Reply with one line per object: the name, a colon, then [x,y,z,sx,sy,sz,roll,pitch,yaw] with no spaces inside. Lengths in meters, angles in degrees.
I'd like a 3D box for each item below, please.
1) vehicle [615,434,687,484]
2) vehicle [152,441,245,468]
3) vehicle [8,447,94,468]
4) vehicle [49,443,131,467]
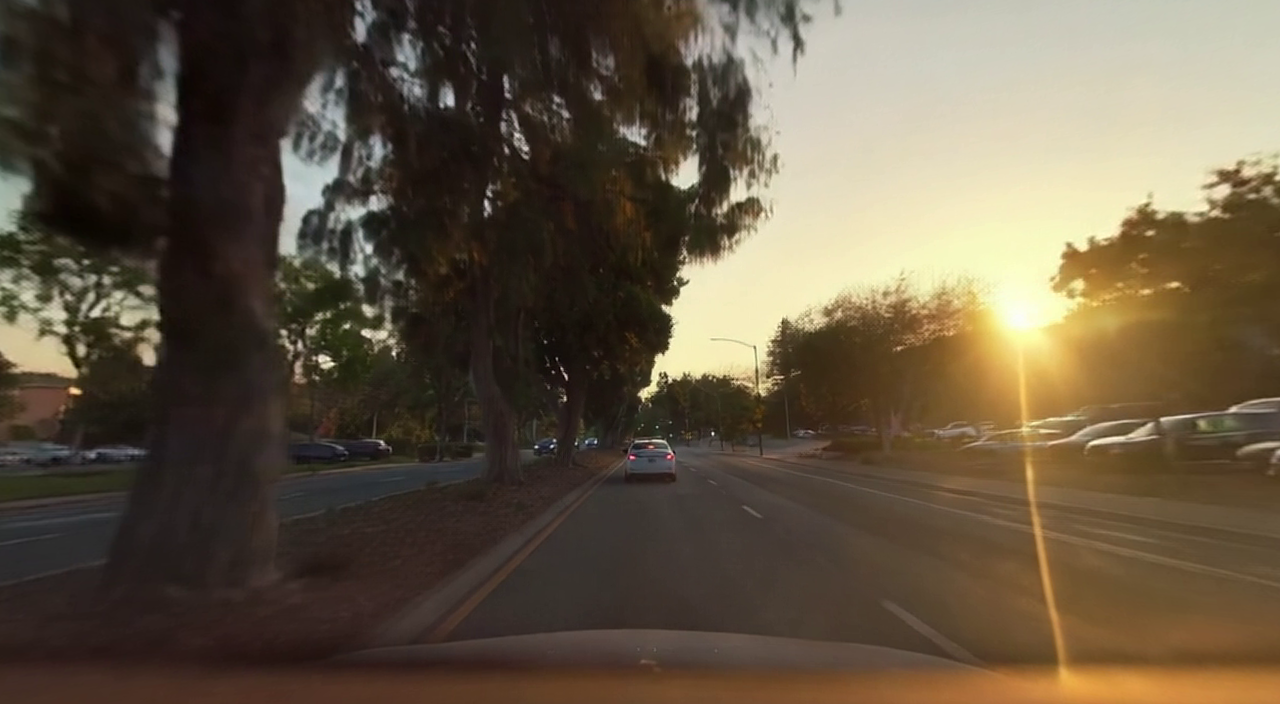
vehicle: [0.282,3.423,20.507,2.093,1.442,3.977,0,-8,-1]
vehicle: [-30.122,6.980,43.135,4.764,1.786,2.091,0,-8,0]
vehicle: [-42.834,7.663,45.915,4.329,1.456,1.790,0,-8,-2]
vehicle: [-42.399,7.914,48.646,4.334,1.769,1.975,0,-8,-2]
